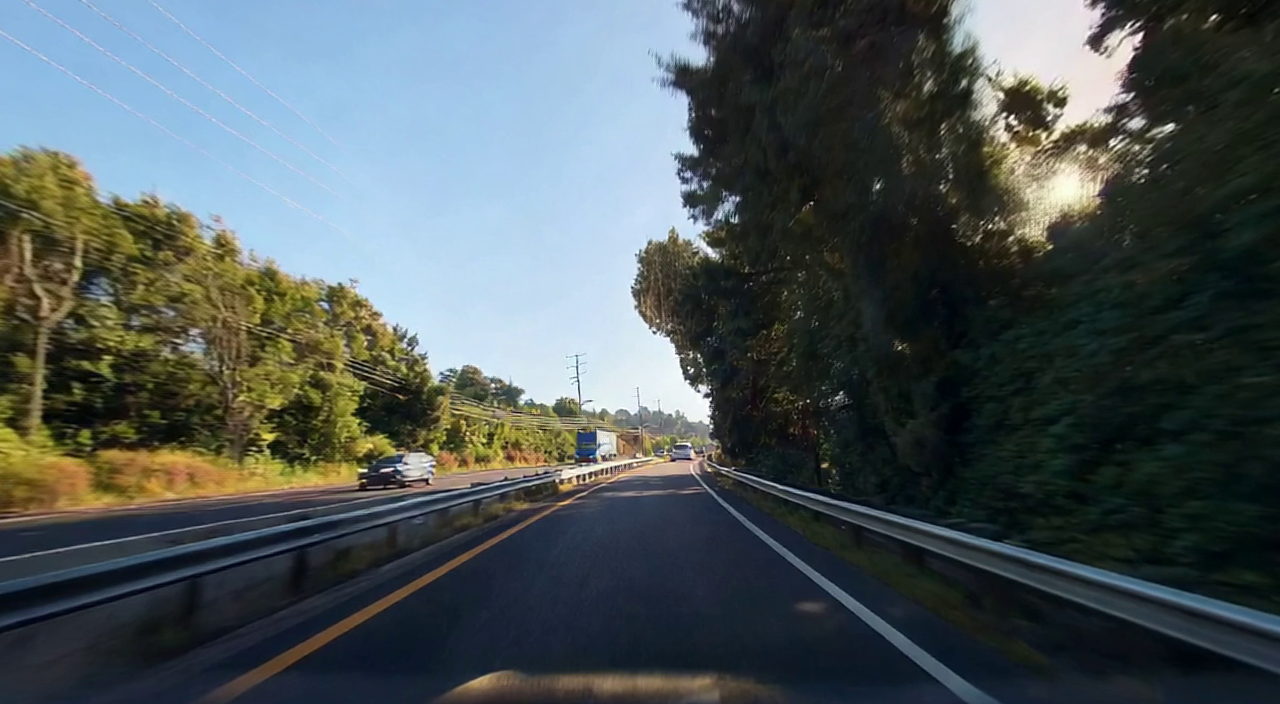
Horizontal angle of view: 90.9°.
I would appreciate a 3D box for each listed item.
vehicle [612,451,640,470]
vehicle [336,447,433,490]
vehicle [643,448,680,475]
[{"bbox_3d":[-1.077,8.562,49.816,1.816,1.423,3.847,-1,-9,5],"label":"vehicle"},{"bbox_3d":[-11.310,5.174,28.325,2.013,1.718,4.701,-1,-9,6],"label":"vehicle"},{"bbox_3d":[1.346,6.573,38.001,2.080,1.486,3.813,-1,-9,3],"label":"vehicle"}]
